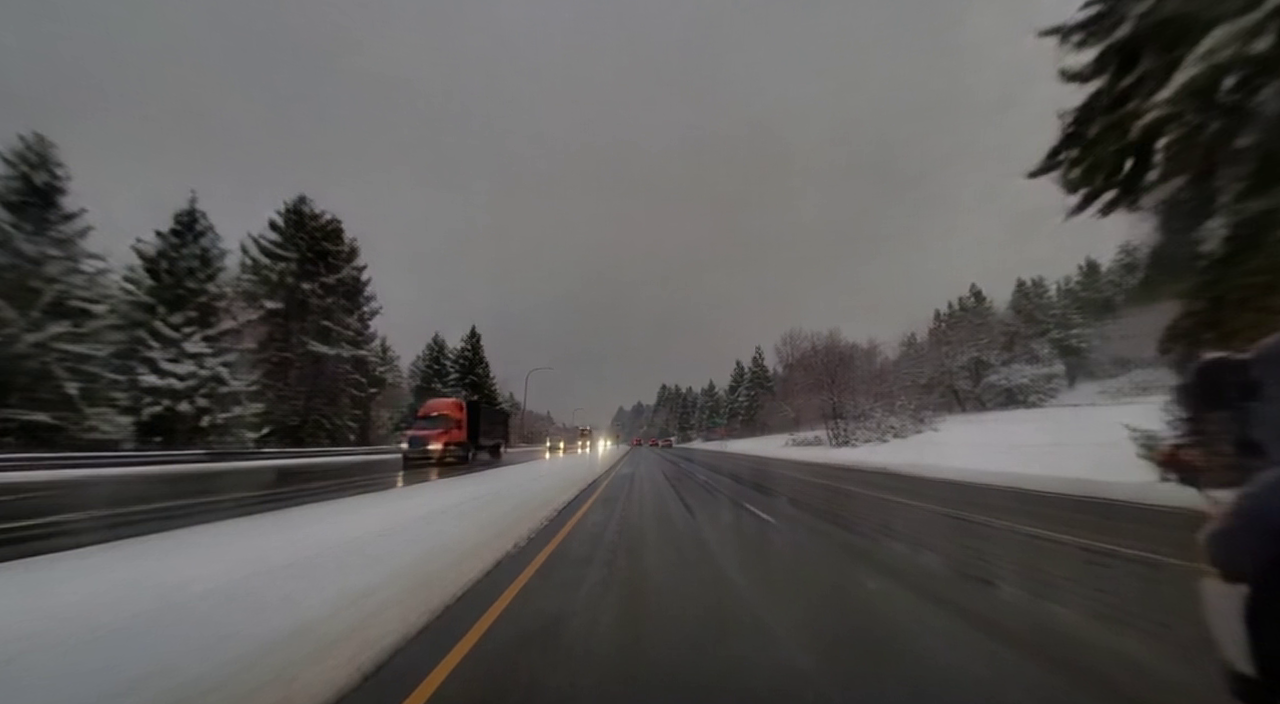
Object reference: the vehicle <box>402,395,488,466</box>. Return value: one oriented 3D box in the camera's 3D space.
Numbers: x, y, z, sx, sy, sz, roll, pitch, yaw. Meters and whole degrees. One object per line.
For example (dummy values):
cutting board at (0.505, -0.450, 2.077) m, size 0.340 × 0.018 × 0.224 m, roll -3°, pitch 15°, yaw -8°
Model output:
vehicle at (-11.048, 4.585, 36.285) m, size 2.946 × 3.741 × 5.919 m, roll 0°, pitch -8°, yaw 0°
